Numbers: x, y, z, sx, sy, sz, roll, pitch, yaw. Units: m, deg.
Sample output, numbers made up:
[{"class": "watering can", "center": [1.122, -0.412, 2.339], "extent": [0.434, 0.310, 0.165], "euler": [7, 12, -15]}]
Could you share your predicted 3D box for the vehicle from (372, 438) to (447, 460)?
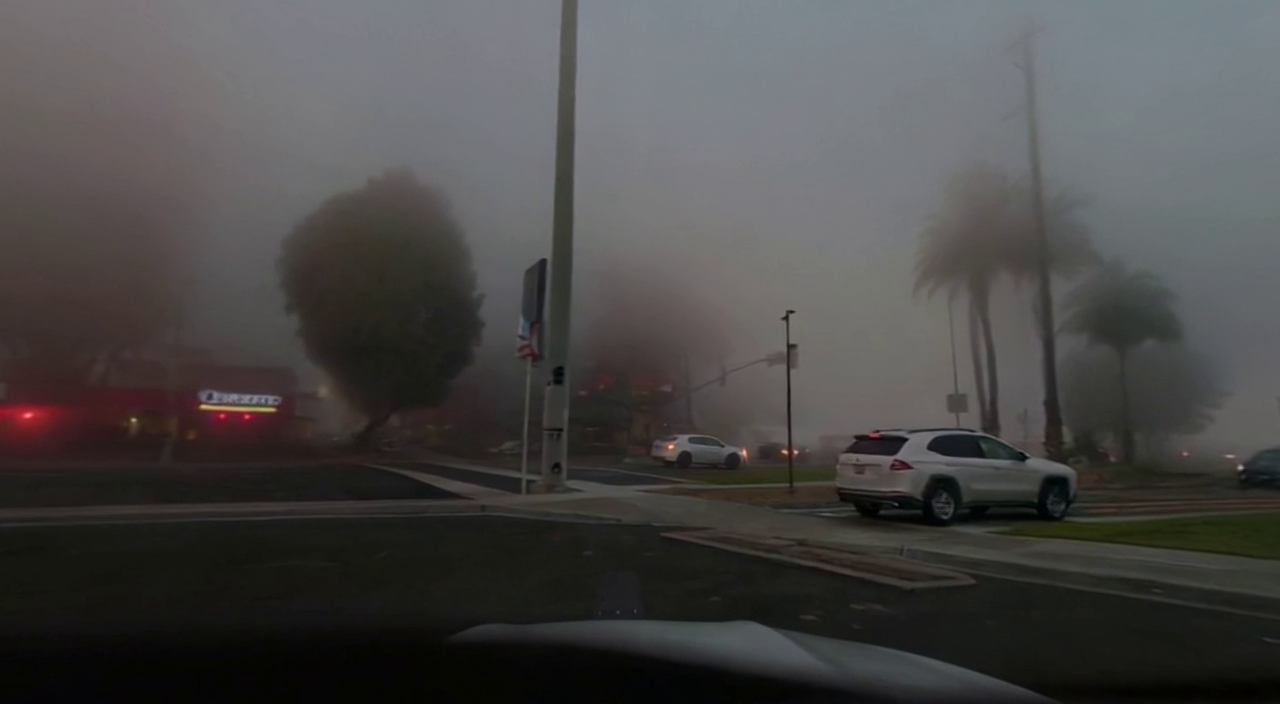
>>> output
[{"class": "vehicle", "center": [-15.764, 6.636, 43.236], "extent": [4.411, 1.391, 1.837], "euler": [6, -11, -37]}]

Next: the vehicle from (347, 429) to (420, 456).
[{"class": "vehicle", "center": [-19.197, 6.817, 47.394], "extent": [4.645, 1.890, 2.041], "euler": [6, -11, -36]}]

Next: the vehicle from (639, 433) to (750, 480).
[{"class": "vehicle", "center": [2.274, 4.281, 26.051], "extent": [4.211, 1.756, 2.158], "euler": [6, -11, -37]}]

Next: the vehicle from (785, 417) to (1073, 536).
[{"class": "vehicle", "center": [4.707, 2.020, 10.821], "extent": [1.870, 1.611, 3.978], "euler": [7, -11, -38]}]
